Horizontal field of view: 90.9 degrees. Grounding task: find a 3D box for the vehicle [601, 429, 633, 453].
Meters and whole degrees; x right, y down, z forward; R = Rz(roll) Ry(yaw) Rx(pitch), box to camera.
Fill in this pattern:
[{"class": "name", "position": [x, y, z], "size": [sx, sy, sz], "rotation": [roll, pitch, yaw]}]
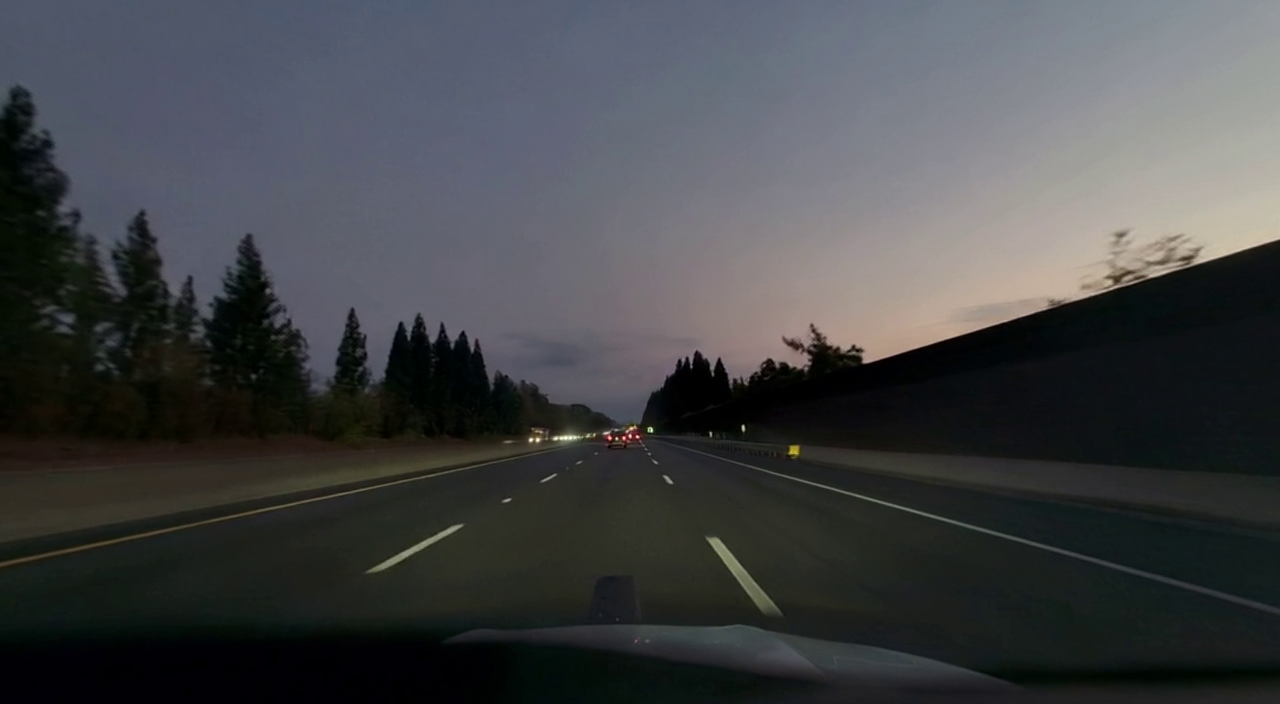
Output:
[{"class": "vehicle", "position": [-1.760, 7.000, 49.709], "size": [2.306, 1.730, 4.606], "rotation": [0, -8, 0]}]
